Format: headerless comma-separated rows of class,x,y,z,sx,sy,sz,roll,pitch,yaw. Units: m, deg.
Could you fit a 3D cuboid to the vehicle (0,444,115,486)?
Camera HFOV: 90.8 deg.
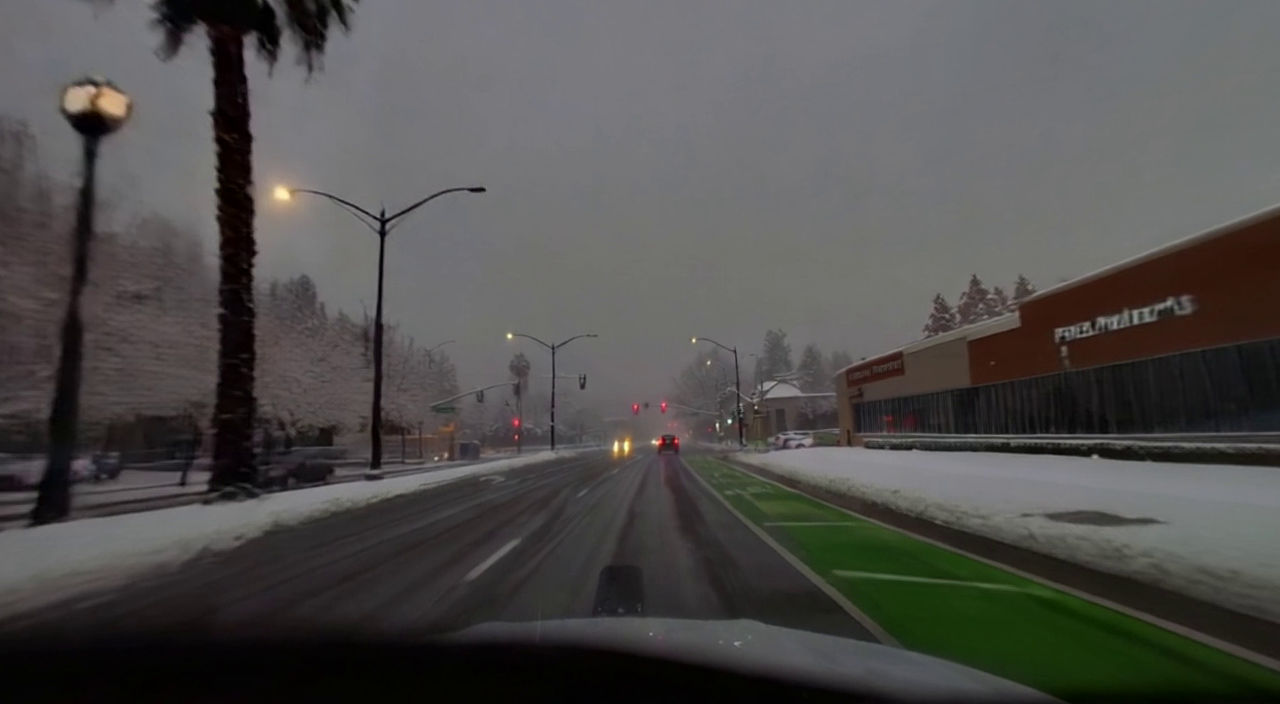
vehicle,-29.672,5.473,30.829,5.940,1.904,2.360,0,-8,2

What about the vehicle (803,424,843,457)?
vehicle,13.150,6.398,45.689,1.996,2.172,5.298,-2,-8,8

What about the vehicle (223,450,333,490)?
vehicle,-17.811,5.793,31.505,2.178,1.779,5.406,-1,-8,2
